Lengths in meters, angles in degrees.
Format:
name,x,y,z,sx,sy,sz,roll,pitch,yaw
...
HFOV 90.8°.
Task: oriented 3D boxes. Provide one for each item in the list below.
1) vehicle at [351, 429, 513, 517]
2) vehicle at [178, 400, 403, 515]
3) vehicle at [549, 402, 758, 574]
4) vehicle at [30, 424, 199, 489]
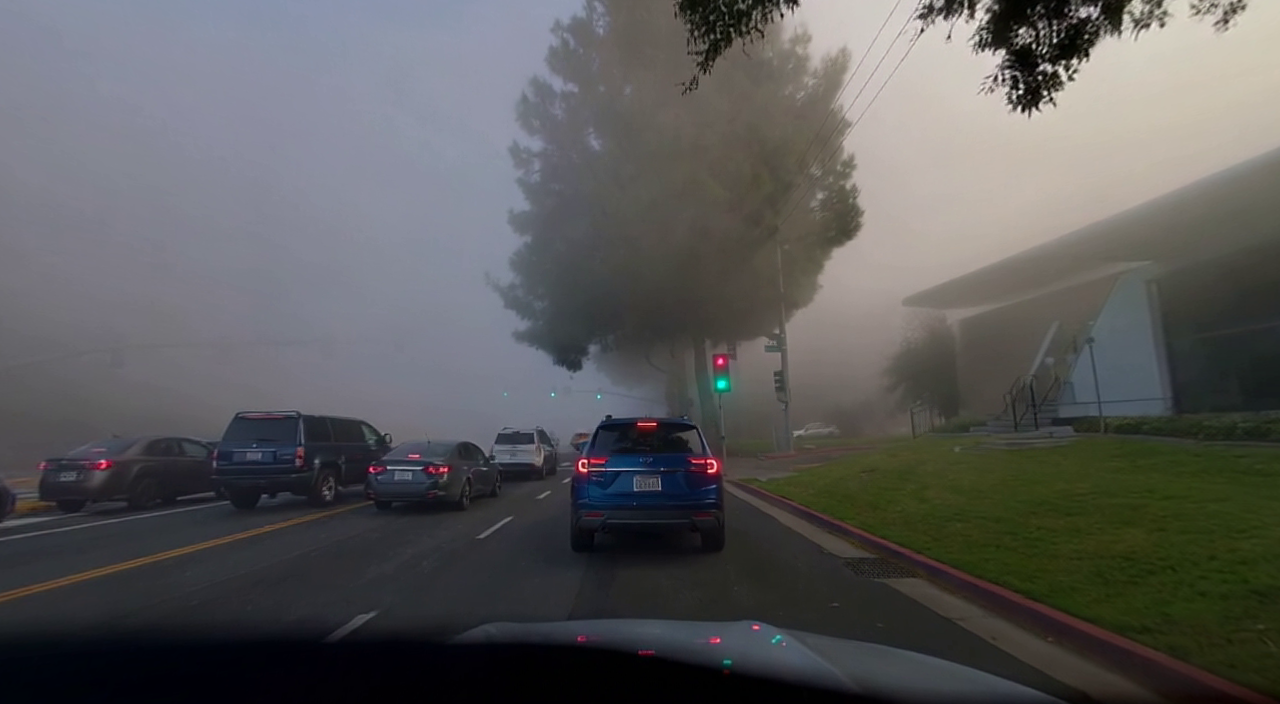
name,x,y,z,sx,sy,sz,roll,pitch,yaw
vehicle,-4.088,2.437,13.239,1.942,1.523,4.212,0,-9,0
vehicle,-7.403,2.326,14.262,2.195,2.093,5.185,0,-9,-1
vehicle,0.108,1.656,8.428,2.055,1.681,4.270,0,-9,-1
vehicle,-17.685,3.534,21.625,2.136,1.976,4.342,0,-9,-4
